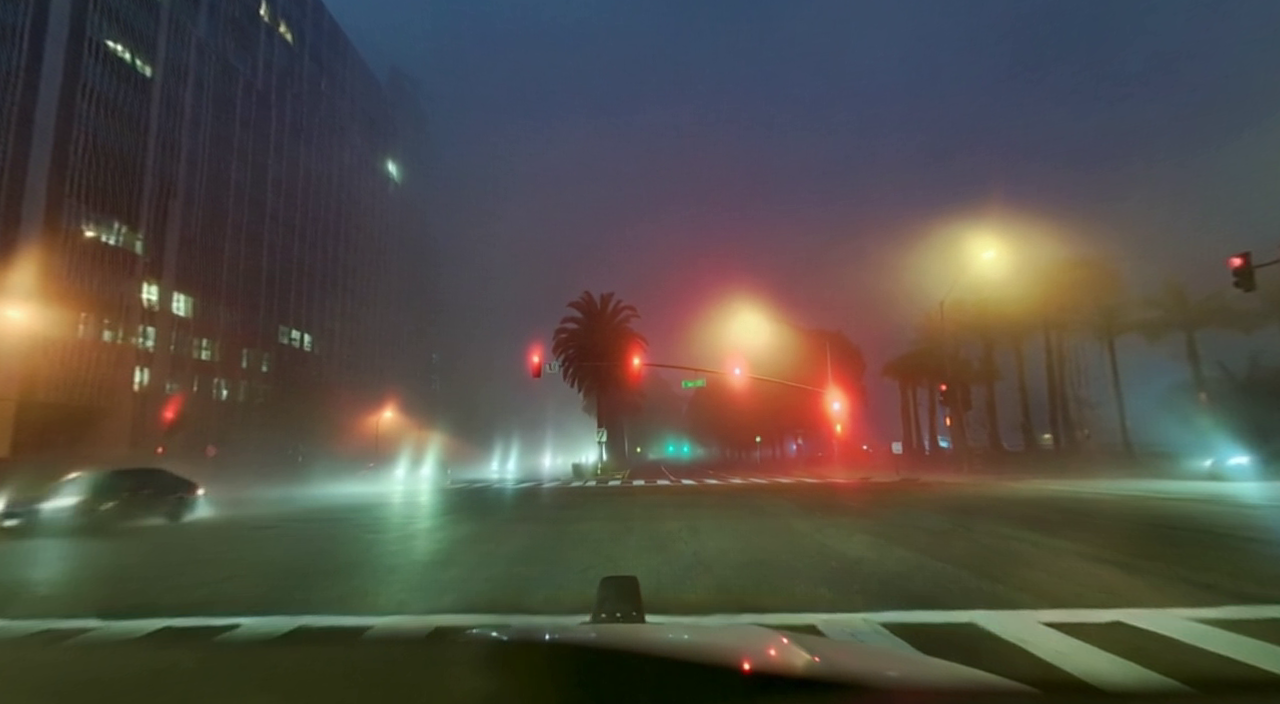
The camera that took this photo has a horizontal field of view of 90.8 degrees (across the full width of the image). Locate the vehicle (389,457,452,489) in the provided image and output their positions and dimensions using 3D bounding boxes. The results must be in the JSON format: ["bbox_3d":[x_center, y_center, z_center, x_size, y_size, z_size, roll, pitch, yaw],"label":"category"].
[{"bbox_3d":[-12.625,6.968,36.646,2.038,1.624,4.292,-1,-9,1],"label":"vehicle"}]

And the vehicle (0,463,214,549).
[{"bbox_3d":[-12.575,3.364,14.504,2.145,1.504,4.857,-1,-9,1],"label":"vehicle"}]
